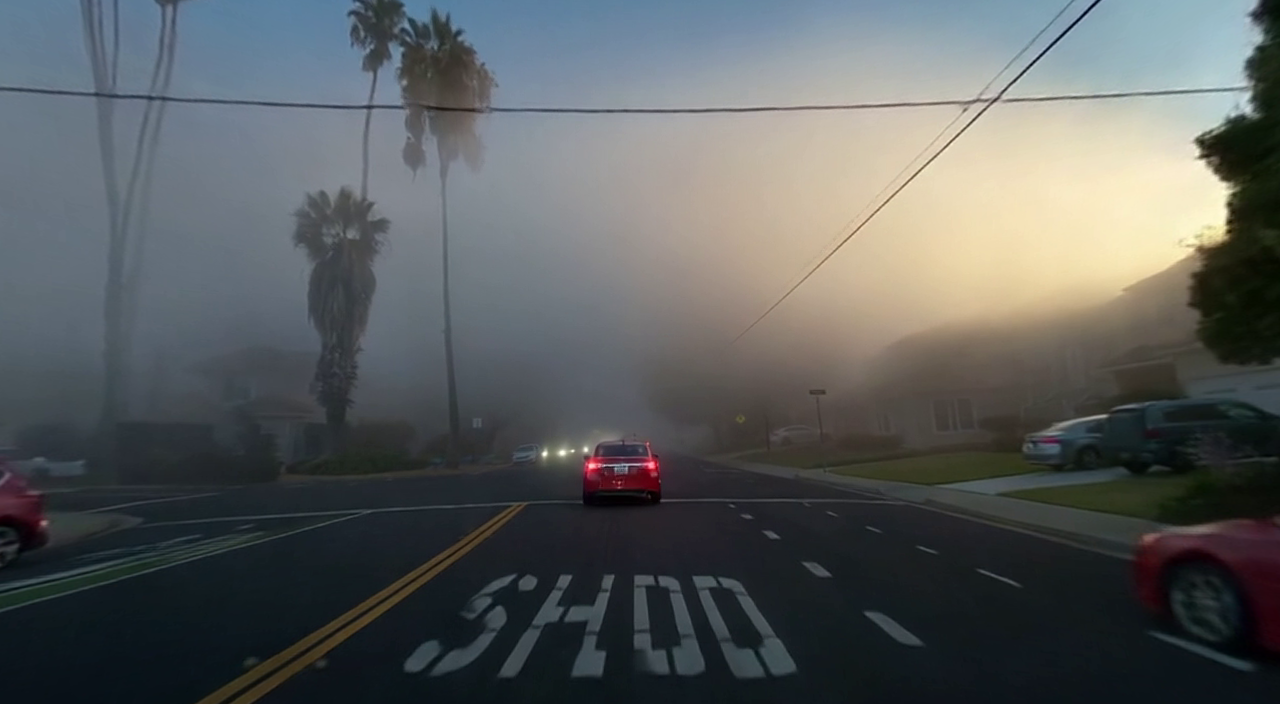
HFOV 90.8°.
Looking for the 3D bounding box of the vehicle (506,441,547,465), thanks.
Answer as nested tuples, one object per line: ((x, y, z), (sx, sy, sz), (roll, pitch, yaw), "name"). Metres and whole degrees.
((-8.192, 7.312, 46.056), (2.069, 1.441, 4.368), (-3, -7, 1), "vehicle")

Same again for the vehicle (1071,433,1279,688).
((4.829, 1.113, 2.891), (2.013, 1.501, 5.235), (0, -9, 0), "vehicle")

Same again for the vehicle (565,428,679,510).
((-0.373, 2.470, 13.745), (2.098, 1.483, 4.099), (0, -9, -1), "vehicle")

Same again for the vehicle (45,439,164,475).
((-29.497, 5.767, 35.044), (1.918, 1.821, 4.769), (-2, -9, 10), "vehicle")
